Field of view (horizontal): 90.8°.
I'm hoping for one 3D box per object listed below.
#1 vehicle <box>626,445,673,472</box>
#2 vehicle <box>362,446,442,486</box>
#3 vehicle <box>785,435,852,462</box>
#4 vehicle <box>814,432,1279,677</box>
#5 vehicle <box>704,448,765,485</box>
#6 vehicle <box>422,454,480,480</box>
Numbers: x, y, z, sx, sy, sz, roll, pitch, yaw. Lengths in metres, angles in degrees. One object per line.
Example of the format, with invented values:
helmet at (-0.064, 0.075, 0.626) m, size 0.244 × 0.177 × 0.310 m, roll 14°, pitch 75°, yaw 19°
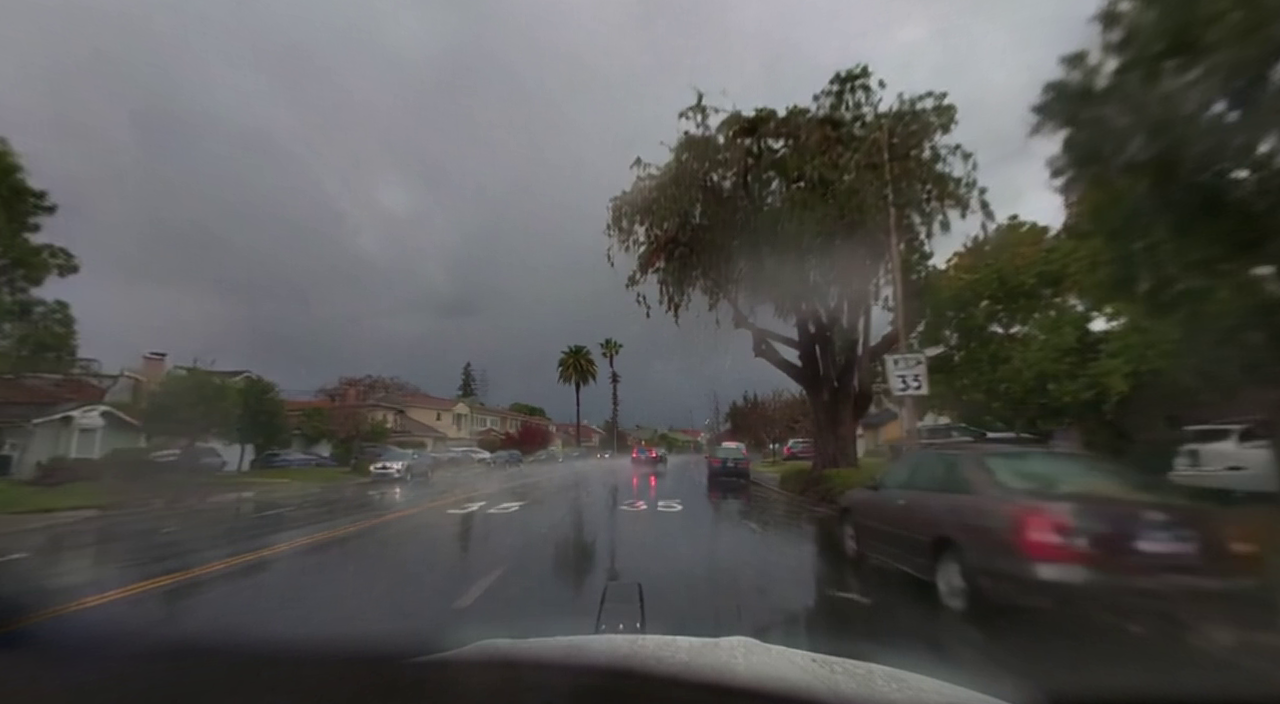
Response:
vehicle at (0.624, 6.212, 36.920) m, size 2.035 × 1.474 × 4.284 m, roll -2°, pitch -9°, yaw 10°
vehicle at (-12.897, 6.227, 34.689) m, size 2.131 × 1.902 × 4.924 m, roll -3°, pitch -10°, yaw 5°
vehicle at (13.245, 7.211, 47.016) m, size 4.557 × 1.795 × 1.986 m, roll -5°, pitch -10°, yaw 16°
vehicle at (3.567, 1.608, 6.338) m, size 2.025 × 1.456 × 4.865 m, roll 0°, pitch -9°, yaw -3°
vehicle at (3.900, 4.800, 26.805) m, size 2.037 × 1.425 × 4.621 m, roll 0°, pitch -9°, yaw 2°
vehicle at (-12.162, 7.415, 40.996) m, size 1.866 × 1.501 × 4.681 m, roll -1°, pitch -9°, yaw 7°
